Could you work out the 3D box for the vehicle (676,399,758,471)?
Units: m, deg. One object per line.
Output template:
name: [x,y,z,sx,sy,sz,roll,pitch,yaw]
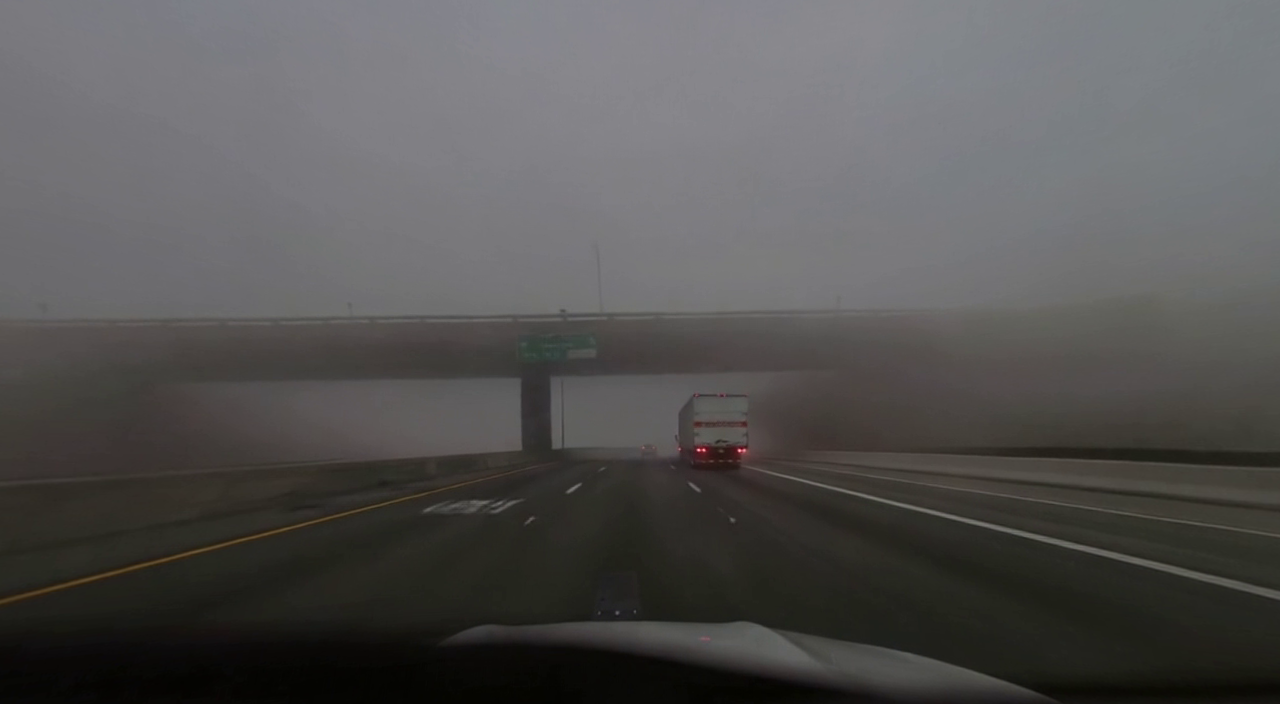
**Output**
vehicle: [4.121,4.911,37.042,3.306,3.531,11.717,0,-8,0]
